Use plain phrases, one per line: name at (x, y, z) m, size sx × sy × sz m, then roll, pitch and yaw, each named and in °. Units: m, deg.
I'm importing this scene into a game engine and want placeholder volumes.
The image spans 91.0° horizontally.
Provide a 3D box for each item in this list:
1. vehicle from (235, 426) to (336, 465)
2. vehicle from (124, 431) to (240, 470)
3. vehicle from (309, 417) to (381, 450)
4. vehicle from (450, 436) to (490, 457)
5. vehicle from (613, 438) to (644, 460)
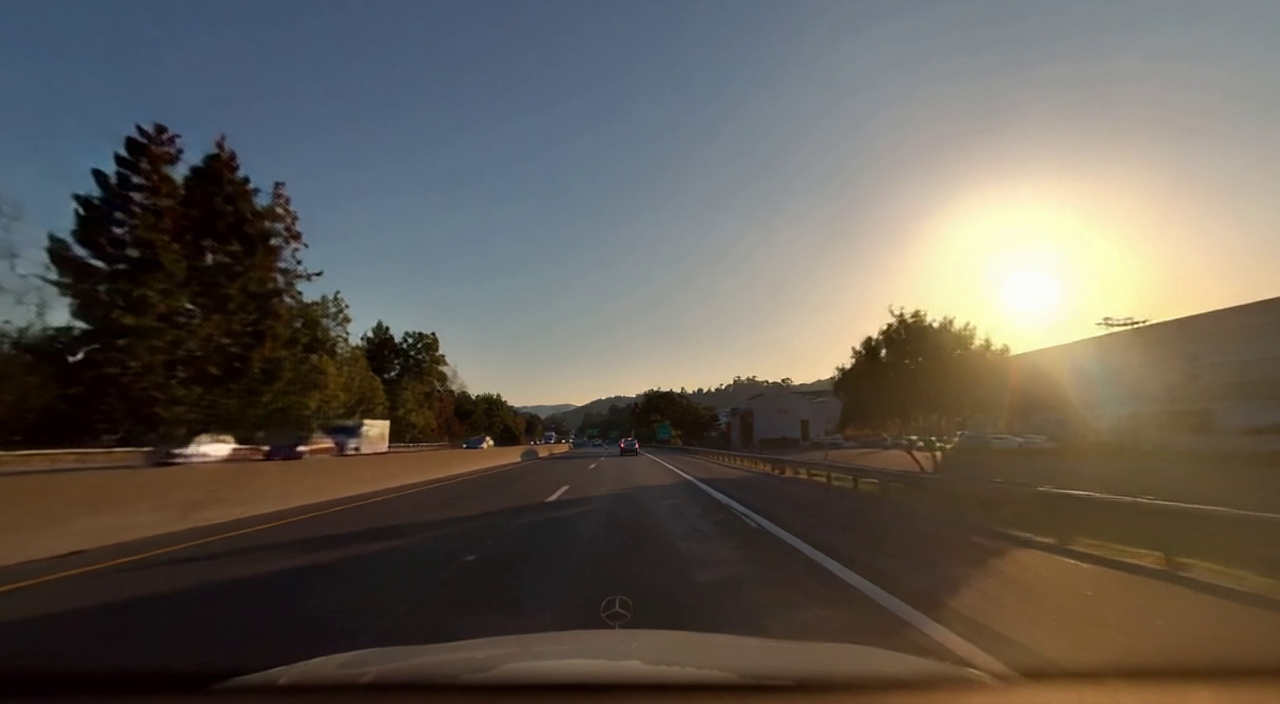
vehicle at (-16.238, 4.318, 29.150) m, size 2.092 × 1.633 × 4.489 m, roll 0°, pitch -8°, yaw -1°
vehicle at (-19.960, 4.304, 27.710) m, size 1.926 × 1.524 × 4.334 m, roll 0°, pitch -8°, yaw -2°
vehicle at (-16.334, 4.584, 35.102) m, size 1.945 × 1.723 × 4.462 m, roll 0°, pitch -8°, yaw -1°
vehicle at (-12.989, 7.215, 48.321) m, size 1.901 × 1.507 × 4.711 m, roll 0°, pitch -8°, yaw -1°
vehicle at (-0.868, 6.960, 45.239) m, size 2.099 × 1.504 × 3.843 m, roll 0°, pitch -8°, yaw -2°
